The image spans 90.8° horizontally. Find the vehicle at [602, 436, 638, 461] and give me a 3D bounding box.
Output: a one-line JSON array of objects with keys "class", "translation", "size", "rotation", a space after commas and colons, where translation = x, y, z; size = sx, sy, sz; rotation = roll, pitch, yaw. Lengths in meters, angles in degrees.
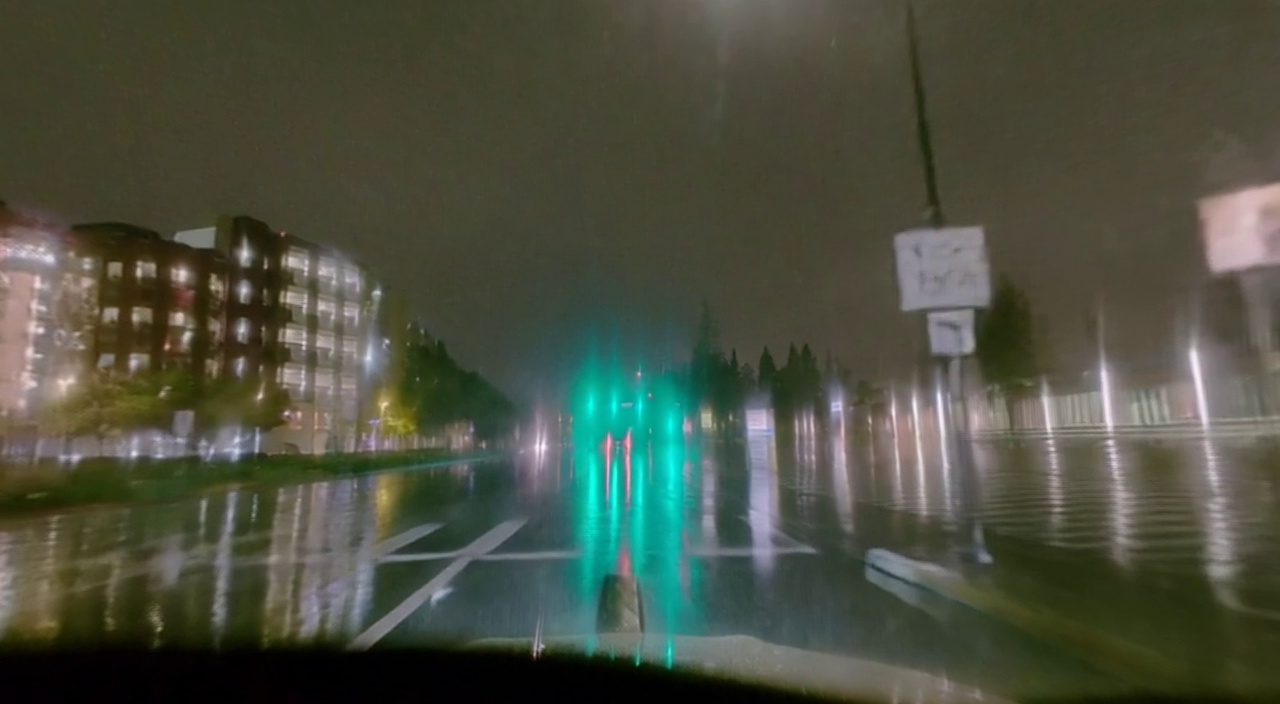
[{"class": "vehicle", "translation": [-1.228, 5.909, 39.001], "size": [2.131, 1.474, 4.146], "rotation": [0, -8, -2]}]
